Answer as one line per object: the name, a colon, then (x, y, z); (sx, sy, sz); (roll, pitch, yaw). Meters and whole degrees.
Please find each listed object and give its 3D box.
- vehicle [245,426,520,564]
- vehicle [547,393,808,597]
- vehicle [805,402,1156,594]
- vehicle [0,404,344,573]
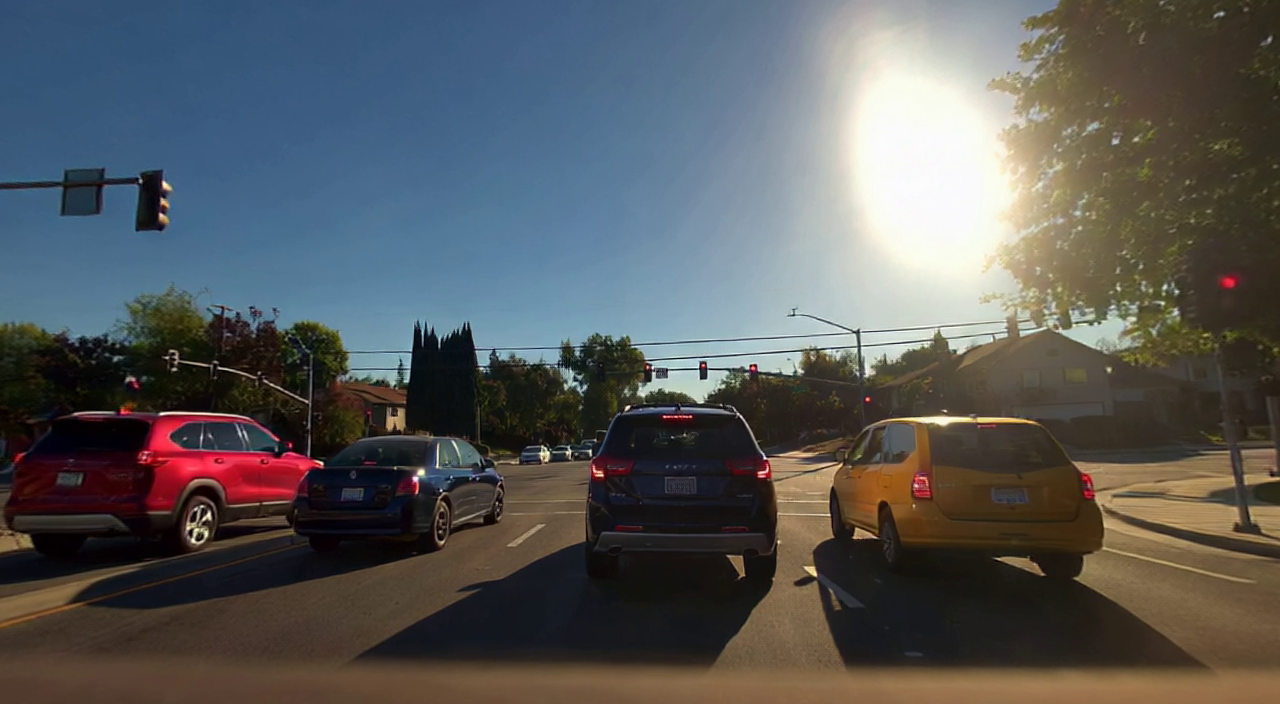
vehicle: (-3.242, 1.882, 9.102); (1.885, 1.475, 4.359); (-1, -8, 4)
vehicle: (0.391, 1.517, 7.493); (2.198, 1.708, 4.170); (0, -8, 2)
vehicle: (3.527, 1.586, 7.738); (2.047, 1.638, 4.395); (-1, -8, 4)
vehicle: (-6.629, 1.823, 9.242); (2.075, 1.796, 4.785); (0, -8, 2)
